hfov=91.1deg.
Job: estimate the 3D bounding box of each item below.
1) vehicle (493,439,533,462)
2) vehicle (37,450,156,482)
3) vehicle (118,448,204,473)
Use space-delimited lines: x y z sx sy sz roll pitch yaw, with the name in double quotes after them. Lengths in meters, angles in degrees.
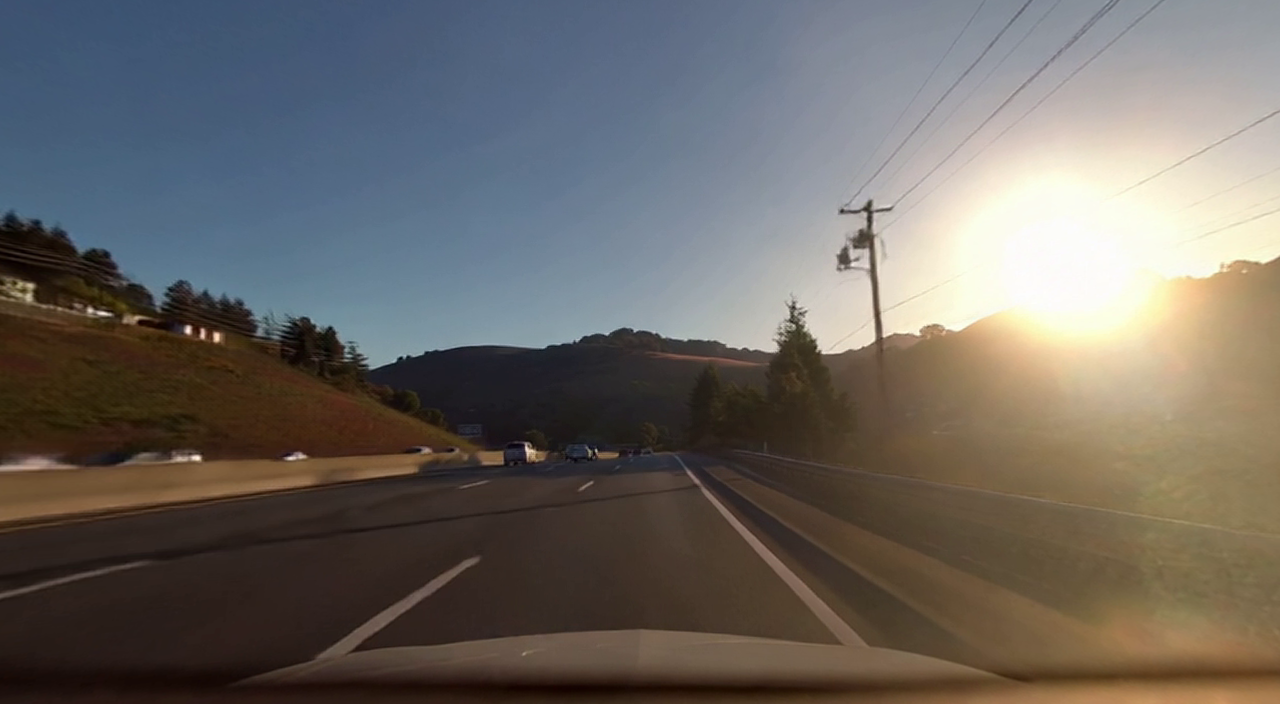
-9.942 7.736 49.448 2.063 1.743 4.392 0 -8 3 "vehicle"
-27.671 5.774 32.209 1.874 1.478 4.568 0 -9 2 "vehicle"
-31.096 7.073 40.941 1.868 1.495 4.576 -1 -9 3 "vehicle"
